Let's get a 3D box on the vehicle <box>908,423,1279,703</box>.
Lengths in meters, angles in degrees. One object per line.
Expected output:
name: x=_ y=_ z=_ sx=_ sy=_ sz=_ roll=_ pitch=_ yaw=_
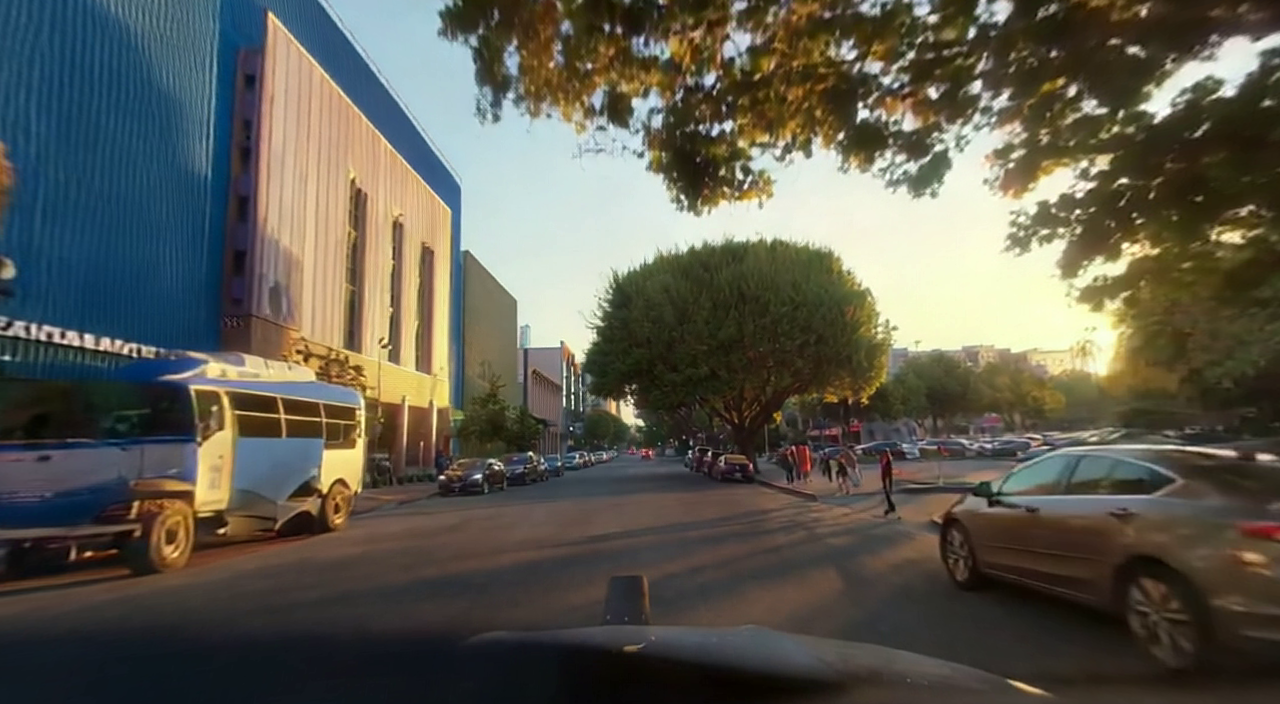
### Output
vehicle: x=4.090 y=1.362 z=4.792 sx=2.091 sy=1.501 sz=4.245 roll=0 pitch=-9 yaw=-2

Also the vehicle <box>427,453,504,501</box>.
vehicle: x=-6.661 y=4.786 z=24.593 sx=1.917 sy=1.487 sz=4.659 roll=-2 pitch=-8 yaw=-3

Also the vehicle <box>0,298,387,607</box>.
vehicle: x=-6.829 y=1.450 z=10.002 sx=2.851 sy=3.375 sz=6.057 roll=0 pitch=-8 yaw=2

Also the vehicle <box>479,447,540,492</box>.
vehicle: x=-6.456 y=5.799 z=31.668 sx=2.238 sy=1.891 sz=4.780 roll=-1 pitch=-7 yaw=-3

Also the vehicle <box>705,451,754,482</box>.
vehicle: x=4.753 y=6.138 z=34.098 sx=1.973 sy=1.494 sz=4.867 roll=0 pitch=-9 yaw=0
